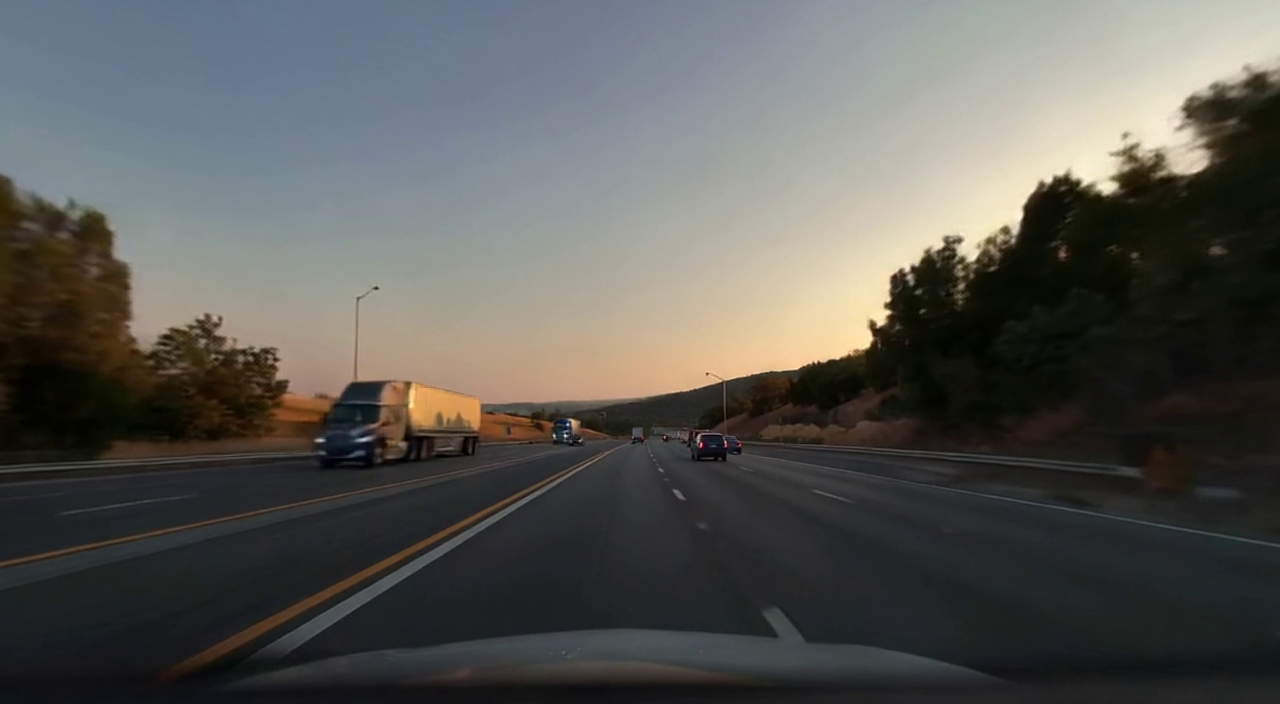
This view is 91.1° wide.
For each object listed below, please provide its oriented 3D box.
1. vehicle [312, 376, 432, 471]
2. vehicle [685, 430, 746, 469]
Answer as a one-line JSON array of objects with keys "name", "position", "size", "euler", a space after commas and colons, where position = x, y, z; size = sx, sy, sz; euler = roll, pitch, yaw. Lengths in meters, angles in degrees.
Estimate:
[{"name": "vehicle", "position": [-12.652, 3.511, 30.429], "size": [3.009, 4.091, 6.327], "euler": [0, -8, -1]}, {"name": "vehicle", "position": [3.192, 4.245, 27.607], "size": [2.084, 1.583, 4.420], "euler": [0, -8, -1]}]
